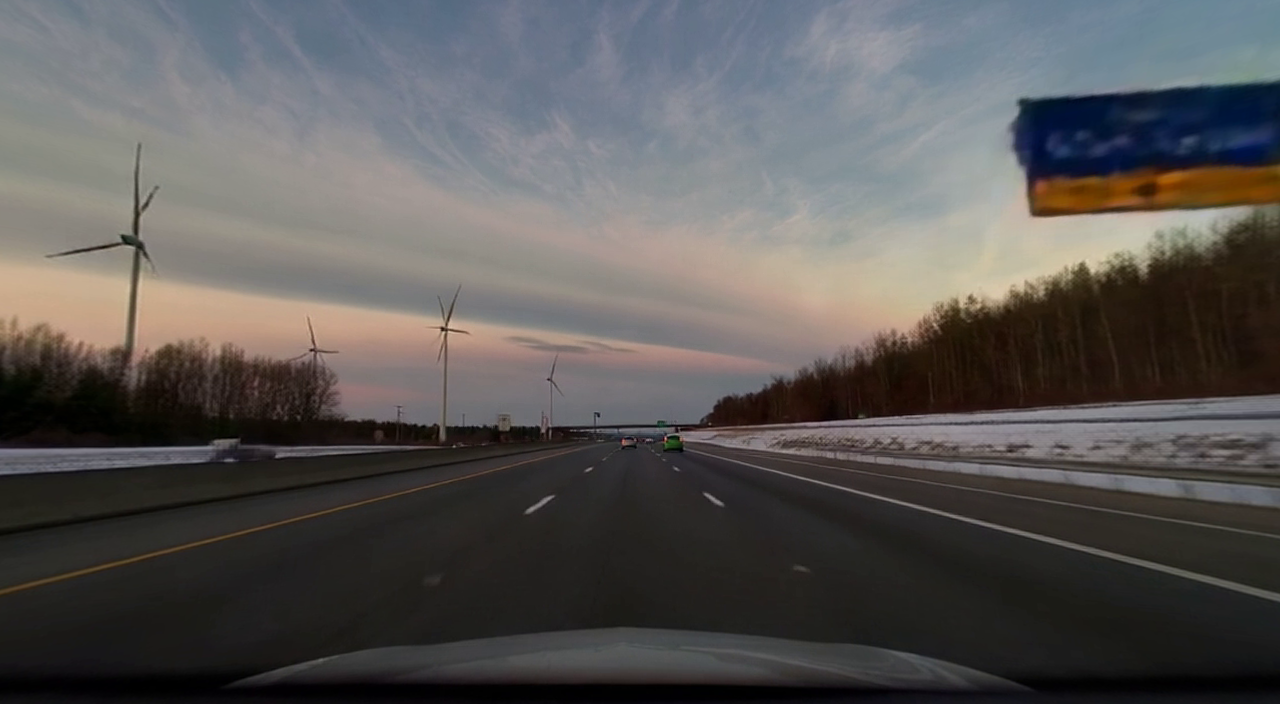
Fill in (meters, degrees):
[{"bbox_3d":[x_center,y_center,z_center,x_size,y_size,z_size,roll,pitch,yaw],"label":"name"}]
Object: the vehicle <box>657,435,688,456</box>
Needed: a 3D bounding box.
[{"bbox_3d":[2.460,7.254,49.031,2.041,1.551,3.974,0,-8,-2],"label":"vehicle"}]
